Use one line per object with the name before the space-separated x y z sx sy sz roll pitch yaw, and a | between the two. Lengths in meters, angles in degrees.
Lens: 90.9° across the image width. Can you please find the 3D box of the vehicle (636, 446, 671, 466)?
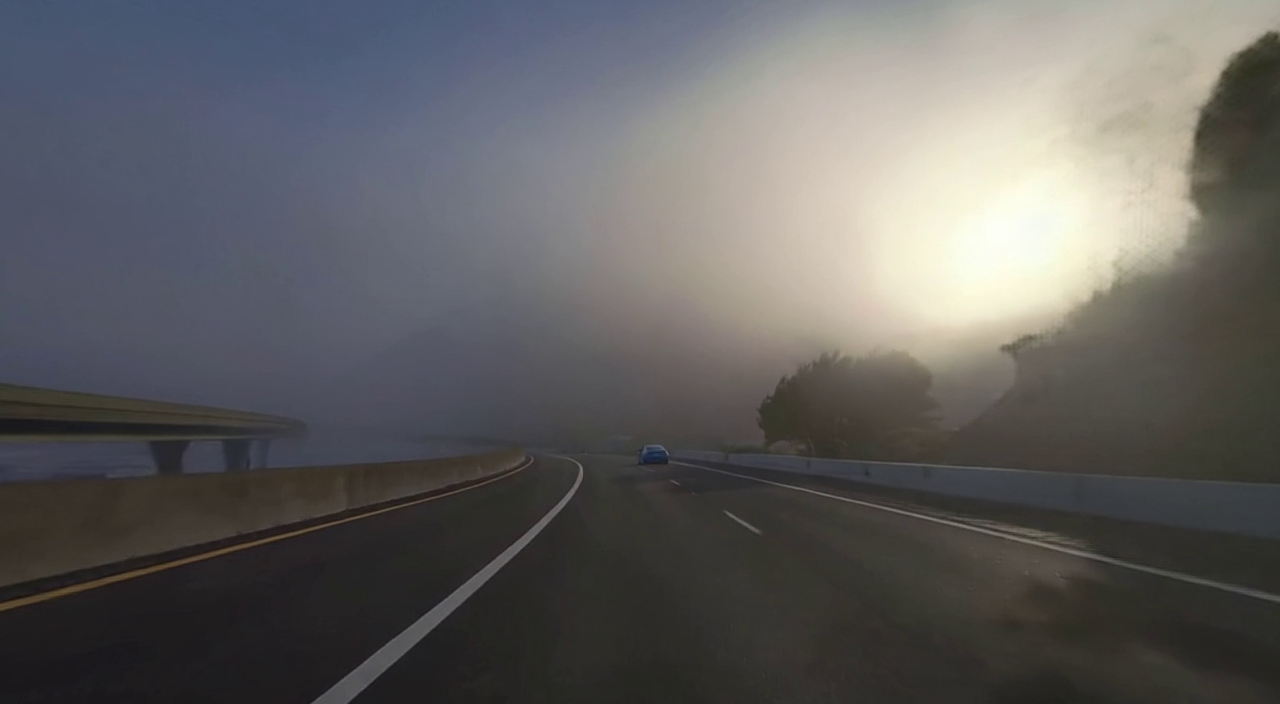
vehicle | 0.973 8.131 49.463 1.985 1.440 4.466 1 -9 -9
